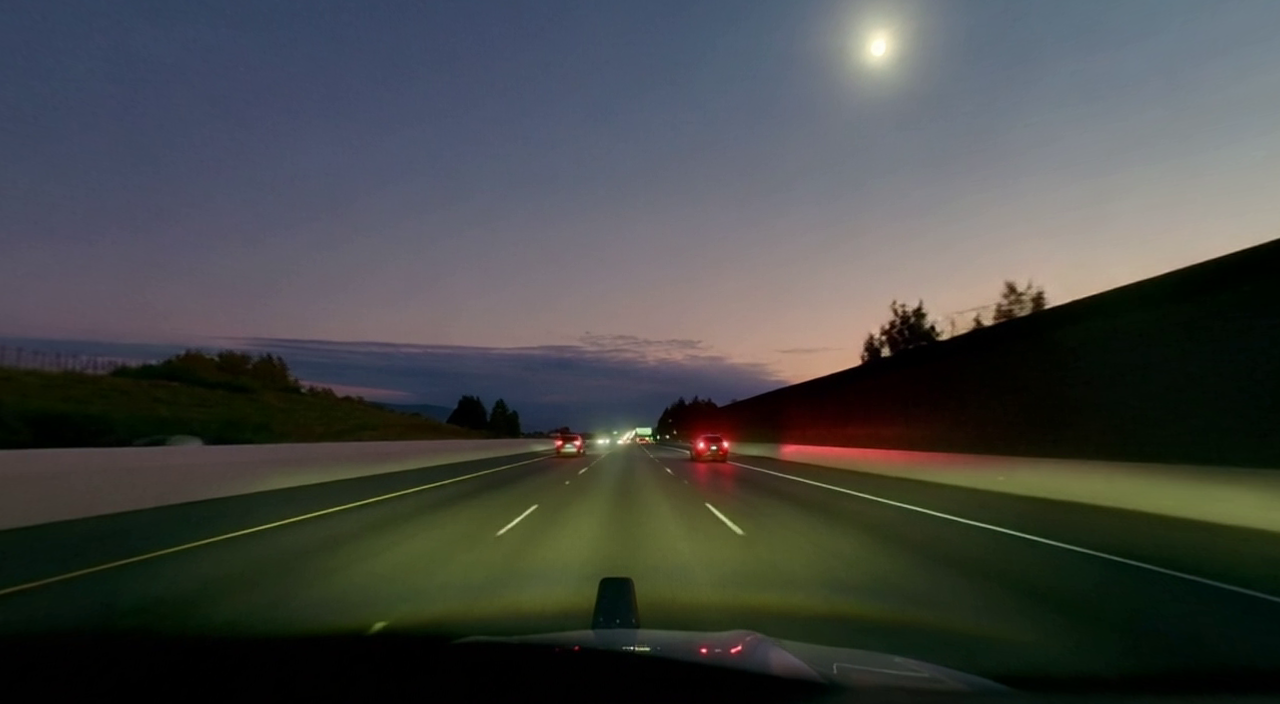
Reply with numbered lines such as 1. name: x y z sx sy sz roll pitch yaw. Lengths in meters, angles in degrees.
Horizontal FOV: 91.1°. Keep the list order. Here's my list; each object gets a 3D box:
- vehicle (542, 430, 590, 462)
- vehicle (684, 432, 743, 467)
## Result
1. vehicle: -4.092 5.251 35.262 2.219 1.660 4.153 0 -8 -1
2. vehicle: 3.354 4.529 29.530 2.077 1.523 4.539 0 -8 -2
